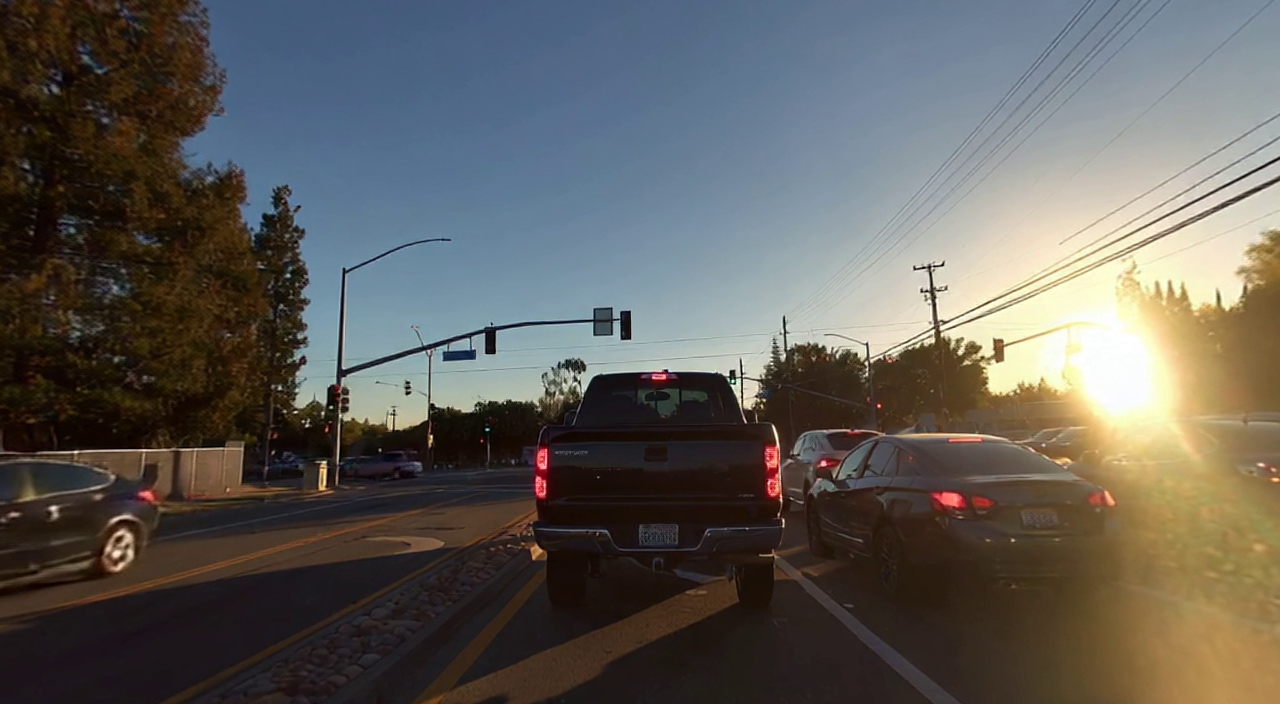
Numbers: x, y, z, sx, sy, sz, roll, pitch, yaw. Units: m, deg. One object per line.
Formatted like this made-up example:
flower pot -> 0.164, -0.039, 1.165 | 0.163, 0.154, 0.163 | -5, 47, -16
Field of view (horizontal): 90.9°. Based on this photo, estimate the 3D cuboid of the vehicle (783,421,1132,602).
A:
vehicle -> 3.119, 1.638, 7.368 | 1.993, 1.495, 4.060 | 0, -8, 1

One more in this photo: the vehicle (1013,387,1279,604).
vehicle -> 6.156, 1.365, 6.468 | 1.982, 1.727, 4.352 | 0, -8, 1

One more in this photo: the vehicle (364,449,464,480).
vehicle -> -14.727, 7.313, 41.174 | 5.749, 1.897, 2.186 | -1, -9, 10

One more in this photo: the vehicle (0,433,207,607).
vehicle -> -7.456, 1.722, 6.697 | 2.369, 1.690, 4.529 | 0, -8, 2

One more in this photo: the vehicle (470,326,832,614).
vehicle -> 0.124, 1.364, 8.140 | 2.831, 2.284, 6.149 | 0, -8, 1
